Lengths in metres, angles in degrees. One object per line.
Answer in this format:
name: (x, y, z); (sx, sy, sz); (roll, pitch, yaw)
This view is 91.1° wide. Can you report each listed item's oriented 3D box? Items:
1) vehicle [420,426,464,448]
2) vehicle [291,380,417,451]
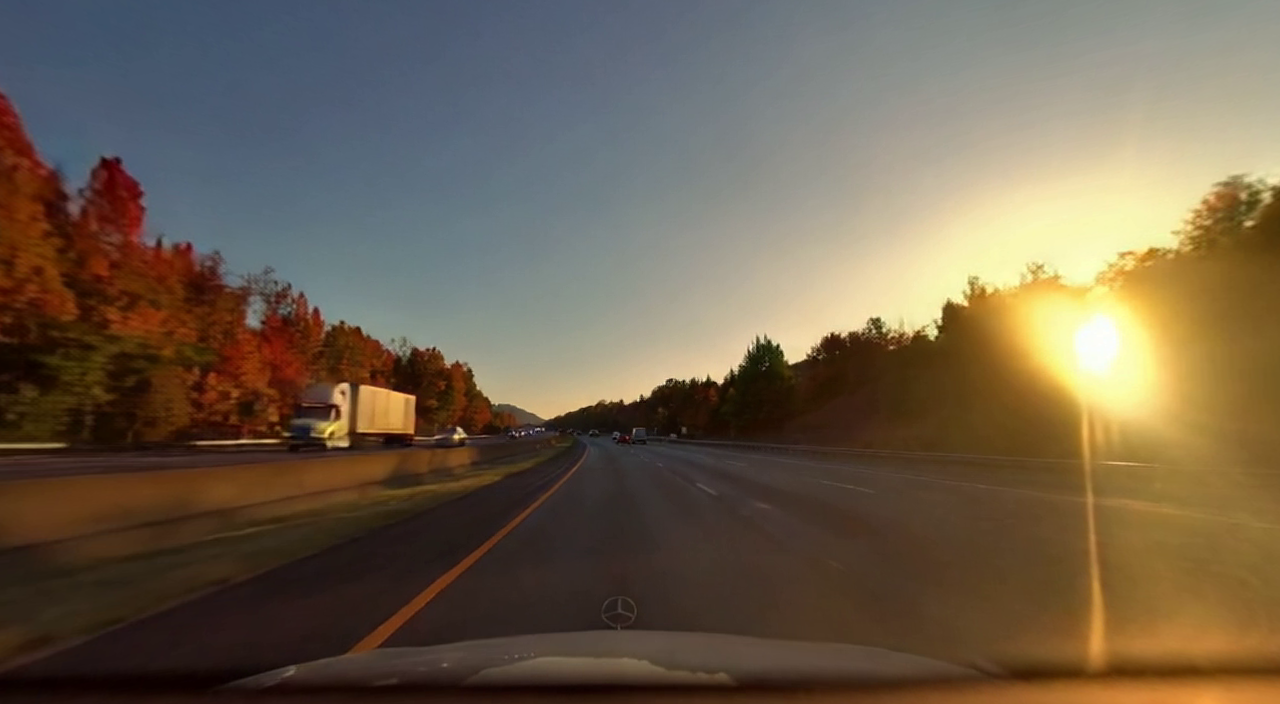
vehicle: (-14.833, 6.386, 47.386); (1.926, 1.561, 4.710); (0, -8, -2)
vehicle: (-19.140, 4.637, 43.665); (2.967, 4.106, 14.224); (0, -8, -4)
